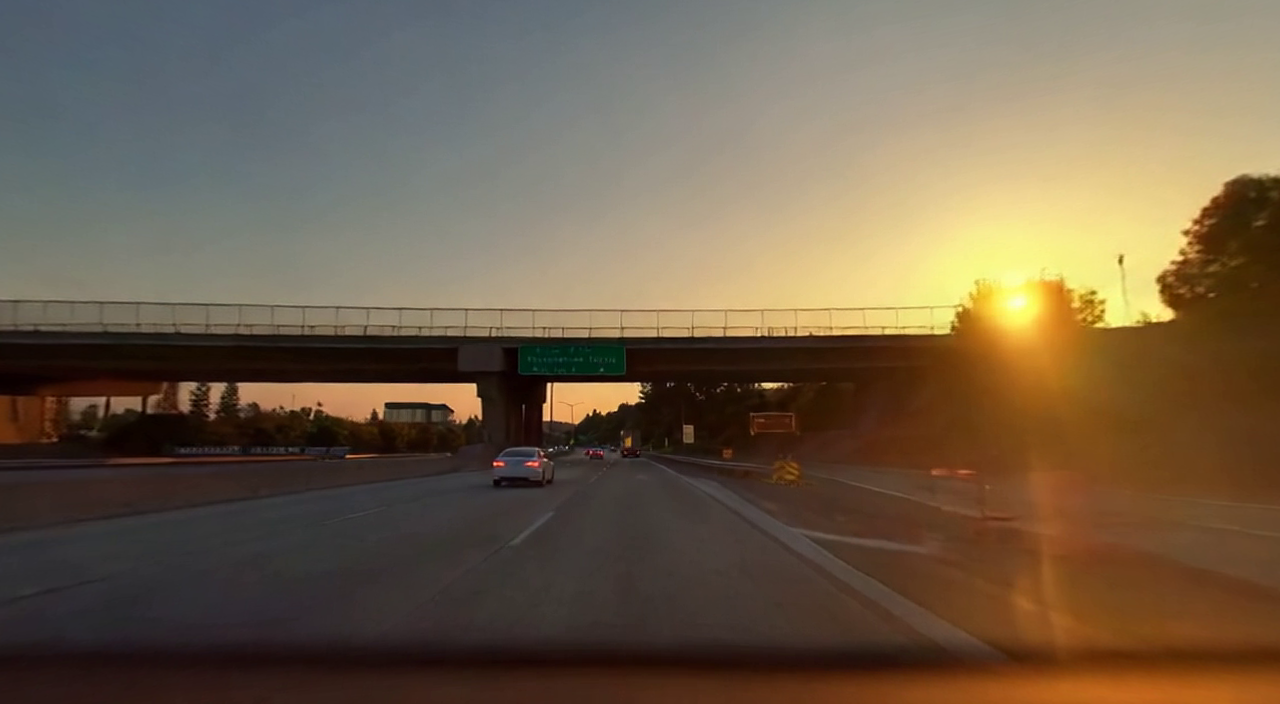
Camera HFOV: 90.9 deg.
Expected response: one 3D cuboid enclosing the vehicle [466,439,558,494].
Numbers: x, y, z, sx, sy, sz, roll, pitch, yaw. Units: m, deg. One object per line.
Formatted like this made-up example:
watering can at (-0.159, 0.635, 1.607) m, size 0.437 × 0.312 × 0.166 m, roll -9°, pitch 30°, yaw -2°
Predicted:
vehicle at (-3.974, 3.636, 20.296) m, size 2.070 × 1.564 × 4.145 m, roll 0°, pitch -9°, yaw 0°
